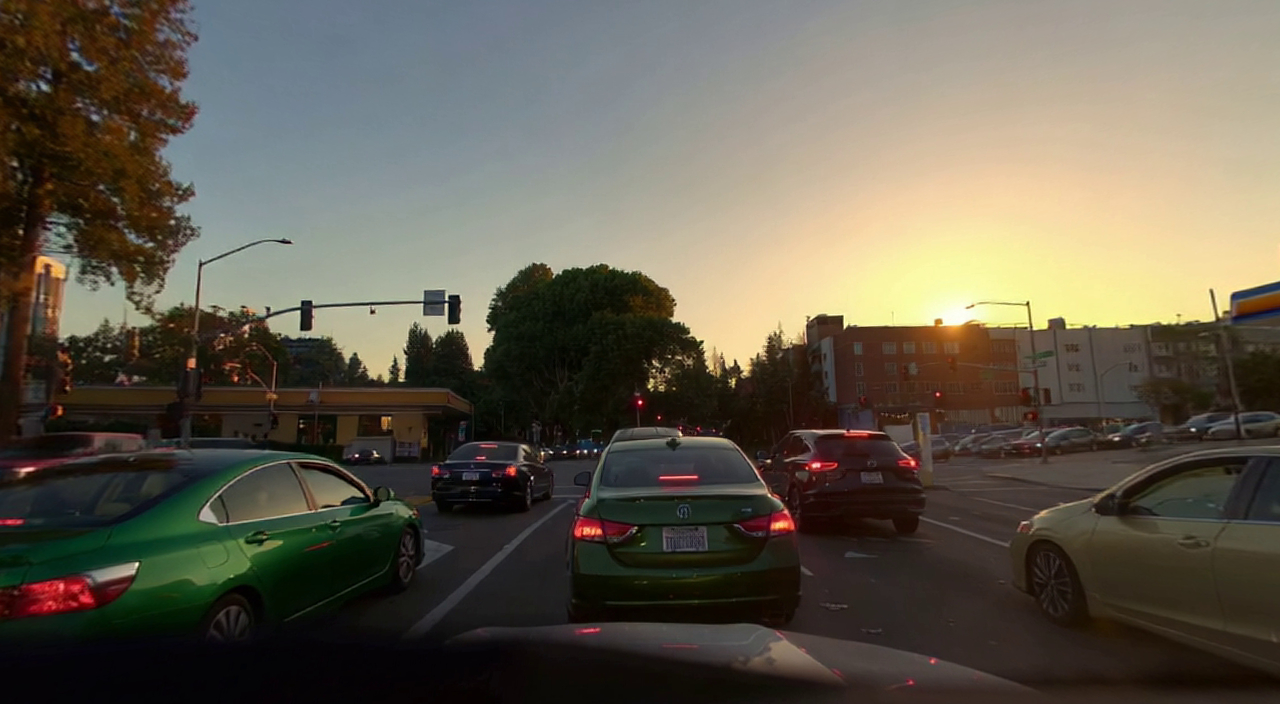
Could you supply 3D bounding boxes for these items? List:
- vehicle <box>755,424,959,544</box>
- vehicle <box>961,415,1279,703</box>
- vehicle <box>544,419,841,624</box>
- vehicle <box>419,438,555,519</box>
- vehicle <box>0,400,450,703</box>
[{"bbox_3d":[3.367,2.129,10.773,1.947,1.630,4.127,0,-9,-1],"label":"vehicle"},{"bbox_3d":[4.167,1.144,3.643,1.950,1.497,4.686,0,-9,-3],"label":"vehicle"},{"bbox_3d":[0.336,1.590,6.934,2.220,1.507,4.317,0,-9,-2],"label":"vehicle"},{"bbox_3d":[-3.092,2.640,13.688,1.867,1.474,4.237,0,-9,0],"label":"vehicle"},{"bbox_3d":[-3.017,1.259,4.606,1.887,1.493,4.255,0,-9,0],"label":"vehicle"}]
